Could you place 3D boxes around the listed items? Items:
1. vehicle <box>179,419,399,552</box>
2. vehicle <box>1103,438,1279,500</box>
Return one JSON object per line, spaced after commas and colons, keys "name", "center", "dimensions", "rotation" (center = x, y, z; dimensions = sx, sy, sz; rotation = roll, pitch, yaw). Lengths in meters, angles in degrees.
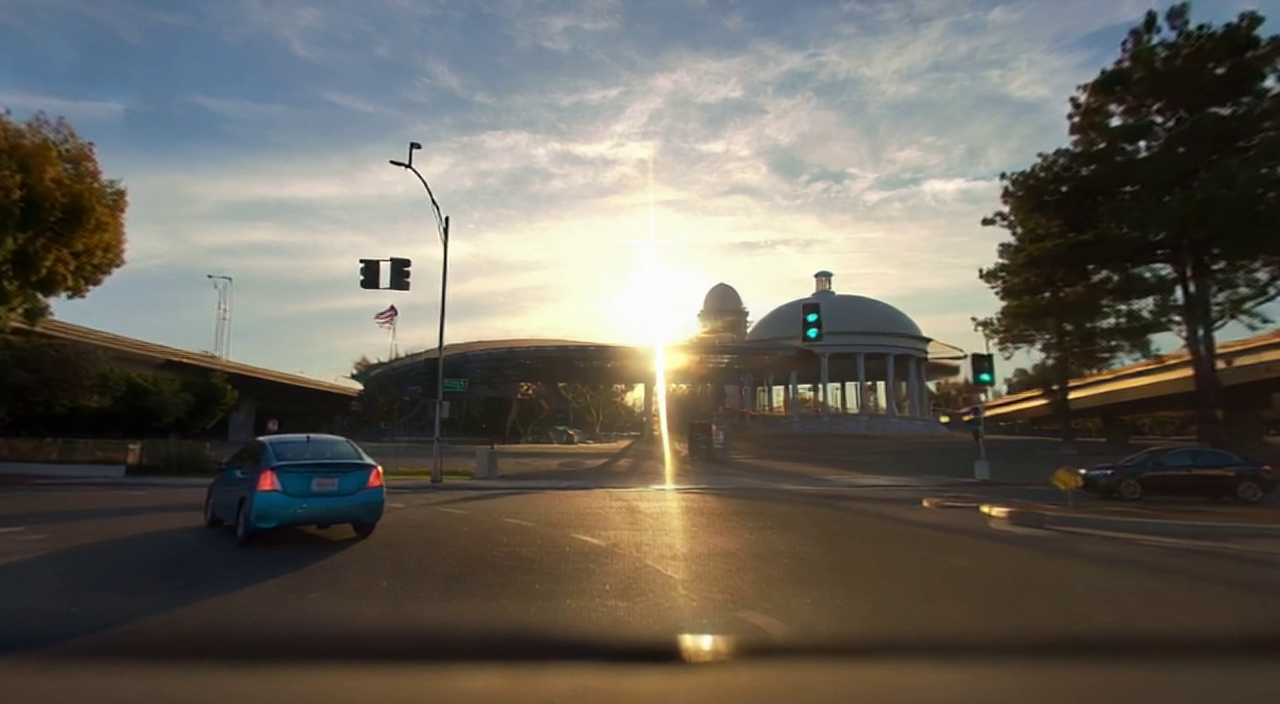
{"name": "vehicle", "center": [-5.501, 1.924, 9.685], "dimensions": [1.976, 1.584, 3.772], "rotation": [8, -12, -43]}
{"name": "vehicle", "center": [16.557, 3.394, 18.430], "dimensions": [4.345, 1.672, 1.973], "rotation": [0, -9, 3]}
